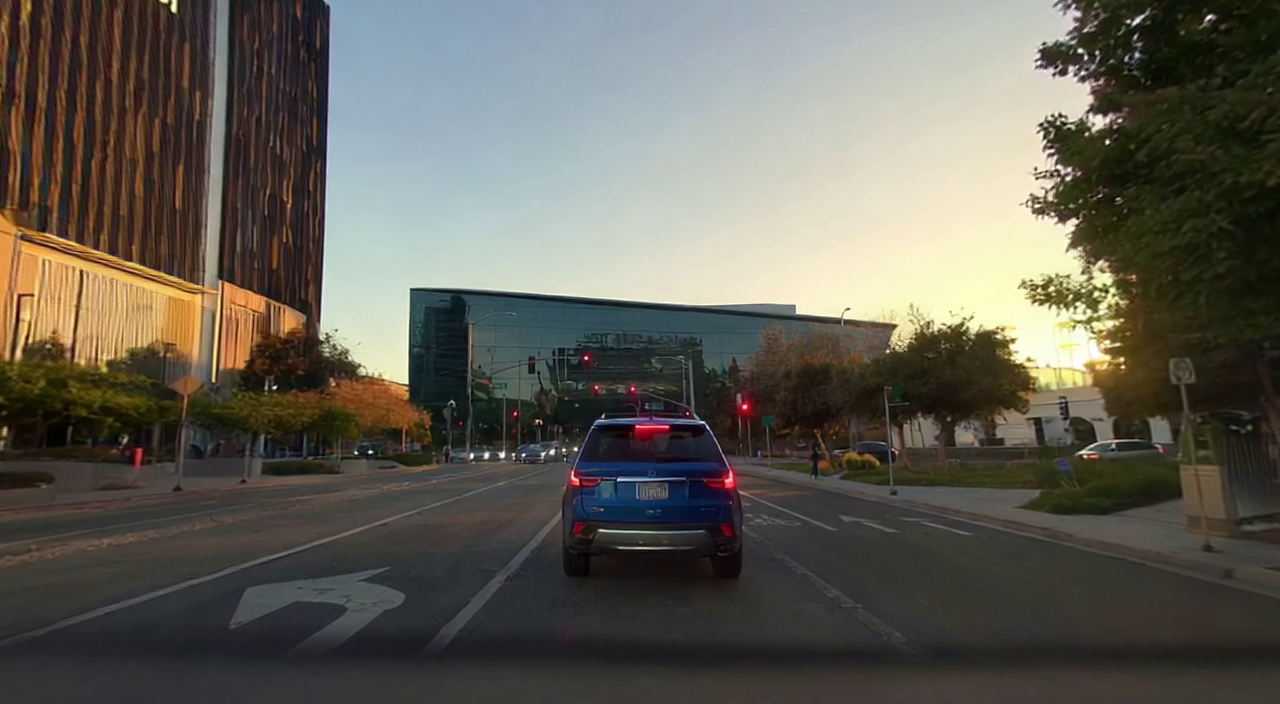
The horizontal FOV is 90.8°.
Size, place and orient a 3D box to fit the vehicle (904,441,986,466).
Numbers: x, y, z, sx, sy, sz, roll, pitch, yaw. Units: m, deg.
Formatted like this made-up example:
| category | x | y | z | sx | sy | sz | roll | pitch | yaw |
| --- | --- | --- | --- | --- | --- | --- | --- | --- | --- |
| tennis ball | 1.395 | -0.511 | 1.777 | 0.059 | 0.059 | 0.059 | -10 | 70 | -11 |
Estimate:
| category | x | y | z | sx | sy | sz | roll | pitch | yaw |
| --- | --- | --- | --- | --- | --- | --- | --- | --- | --- |
| vehicle | 18.515 | 6.151 | 38.480 | 4.034 | 1.448 | 1.798 | 0 | -9 | -3 |

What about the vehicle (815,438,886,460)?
| category | x | y | z | sx | sy | sz | roll | pitch | yaw |
| --- | --- | --- | --- | --- | --- | --- | --- | --- | --- |
| vehicle | 15.182 | 7.014 | 45.700 | 4.422 | 1.563 | 1.751 | 0 | -9 | -1 |

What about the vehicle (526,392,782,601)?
| category | x | y | z | sx | sy | sz | roll | pitch | yaw |
| --- | --- | --- | --- | --- | --- | --- | --- | --- | --- |
| vehicle | 0.021 | 1.526 | 7.499 | 2.183 | 1.765 | 4.059 | 0 | -9 | -3 |

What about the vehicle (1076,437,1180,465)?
| category | x | y | z | sx | sy | sz | roll | pitch | yaw |
| --- | --- | --- | --- | --- | --- | --- | --- | --- | --- |
| vehicle | 29.816 | 6.056 | 38.682 | 4.571 | 1.558 | 2.171 | 0 | -9 | -2 |
